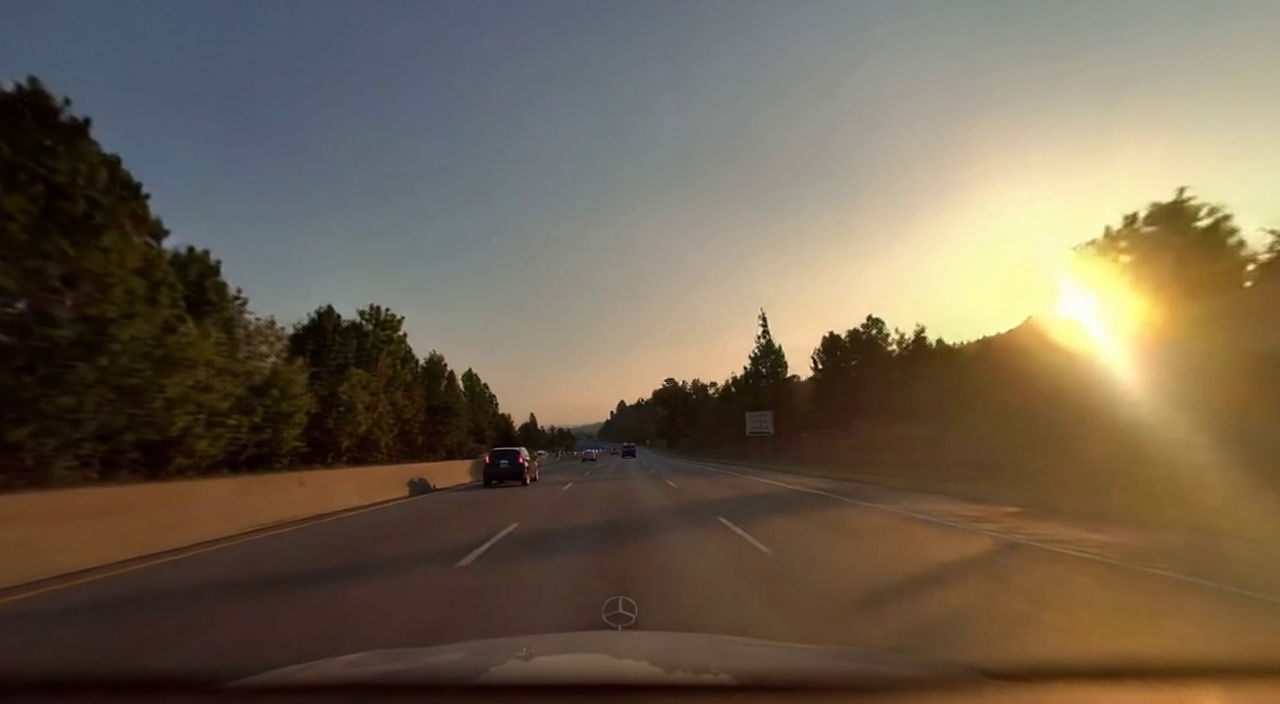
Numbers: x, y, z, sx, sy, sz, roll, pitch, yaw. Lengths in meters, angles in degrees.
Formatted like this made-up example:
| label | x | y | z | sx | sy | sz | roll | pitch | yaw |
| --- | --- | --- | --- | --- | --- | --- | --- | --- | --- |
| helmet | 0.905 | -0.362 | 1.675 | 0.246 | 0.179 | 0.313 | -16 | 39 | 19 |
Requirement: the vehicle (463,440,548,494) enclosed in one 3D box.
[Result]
| label | x | y | z | sx | sy | sz | roll | pitch | yaw |
| --- | --- | --- | --- | --- | --- | --- | --- | --- | --- |
| vehicle | -4.623 | 4.013 | 22.230 | 2.151 | 1.693 | 4.201 | 0 | -9 | -1 |
